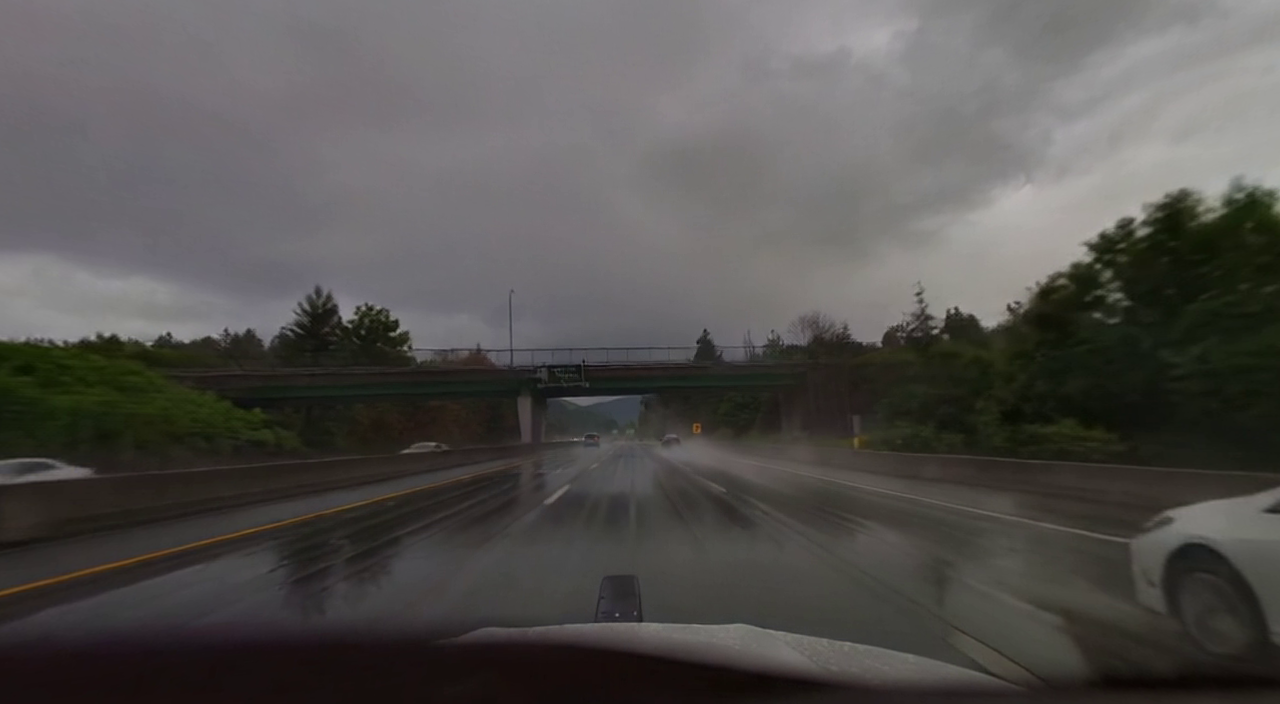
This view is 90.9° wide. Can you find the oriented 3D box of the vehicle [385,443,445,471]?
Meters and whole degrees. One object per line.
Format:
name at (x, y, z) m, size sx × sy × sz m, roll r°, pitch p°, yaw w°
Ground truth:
vehicle at (-13.071, 6.077, 36.842) m, size 1.885 × 1.481 × 4.510 m, roll 0°, pitch -8°, yaw -1°
